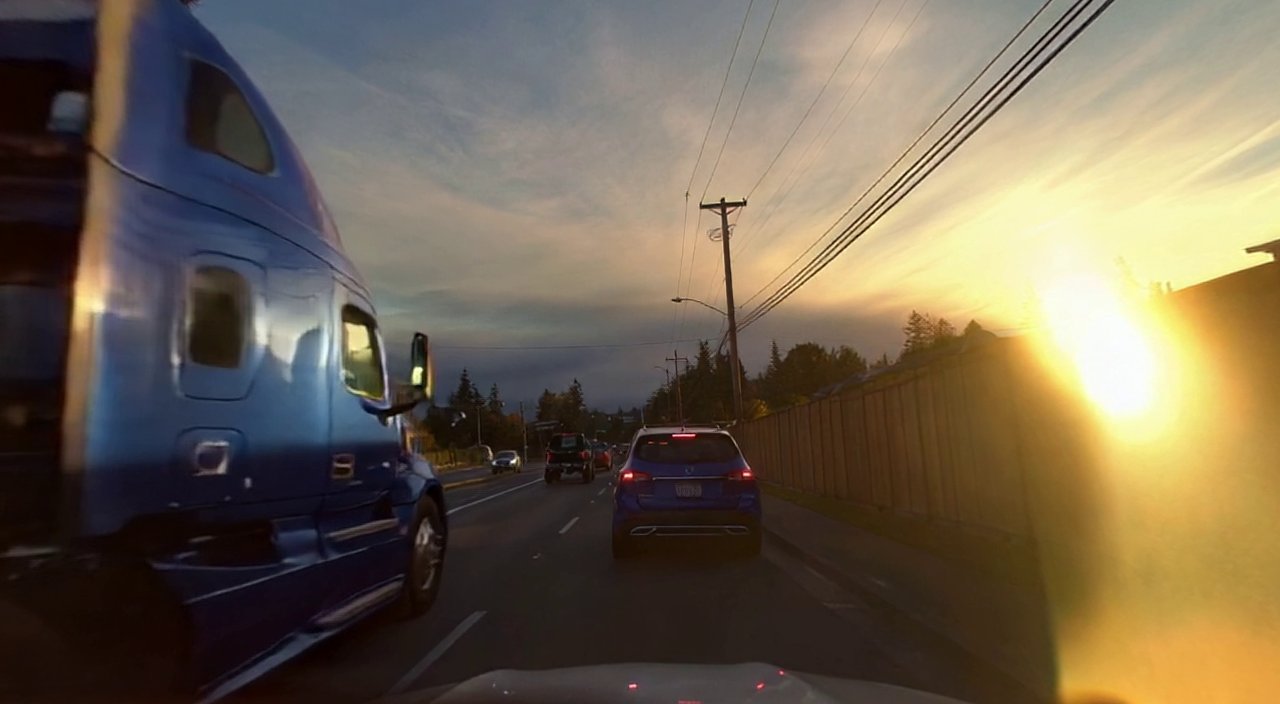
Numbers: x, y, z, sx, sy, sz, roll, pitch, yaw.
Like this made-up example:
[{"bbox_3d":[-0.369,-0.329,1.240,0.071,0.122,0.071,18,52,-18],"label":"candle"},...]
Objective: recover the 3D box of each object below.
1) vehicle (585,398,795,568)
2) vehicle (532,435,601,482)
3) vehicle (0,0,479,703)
[{"bbox_3d":[0.495,1.673,8.695,2.174,1.749,4.113,0,-9,-1],"label":"vehicle"},{"bbox_3d":[-2.703,4.077,24.309,2.037,1.639,4.213,0,-9,2],"label":"vehicle"},{"bbox_3d":[-3.093,-0.039,1.668,2.928,3.658,8.980,0,-9,0],"label":"vehicle"}]
